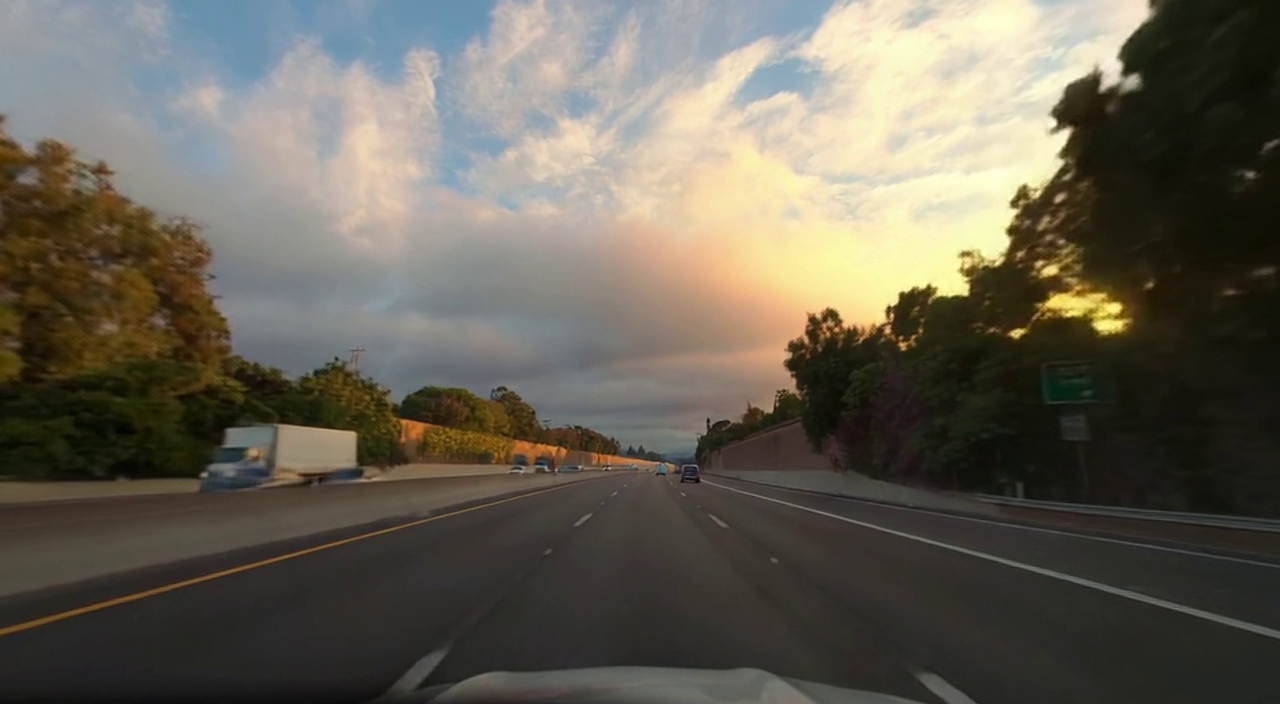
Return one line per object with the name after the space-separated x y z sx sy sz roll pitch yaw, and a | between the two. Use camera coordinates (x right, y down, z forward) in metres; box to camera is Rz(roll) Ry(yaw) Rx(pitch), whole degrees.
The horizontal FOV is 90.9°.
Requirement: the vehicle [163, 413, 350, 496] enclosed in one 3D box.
-21.403 6.074 36.716 2.933 3.987 12.166 1 -10 1 | vehicle

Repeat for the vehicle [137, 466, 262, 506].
-17.625 5.361 25.515 1.886 1.412 4.246 1 -10 1 | vehicle

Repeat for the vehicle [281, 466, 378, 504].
-13.884 5.957 28.526 2.056 1.487 4.517 1 -10 1 | vehicle
